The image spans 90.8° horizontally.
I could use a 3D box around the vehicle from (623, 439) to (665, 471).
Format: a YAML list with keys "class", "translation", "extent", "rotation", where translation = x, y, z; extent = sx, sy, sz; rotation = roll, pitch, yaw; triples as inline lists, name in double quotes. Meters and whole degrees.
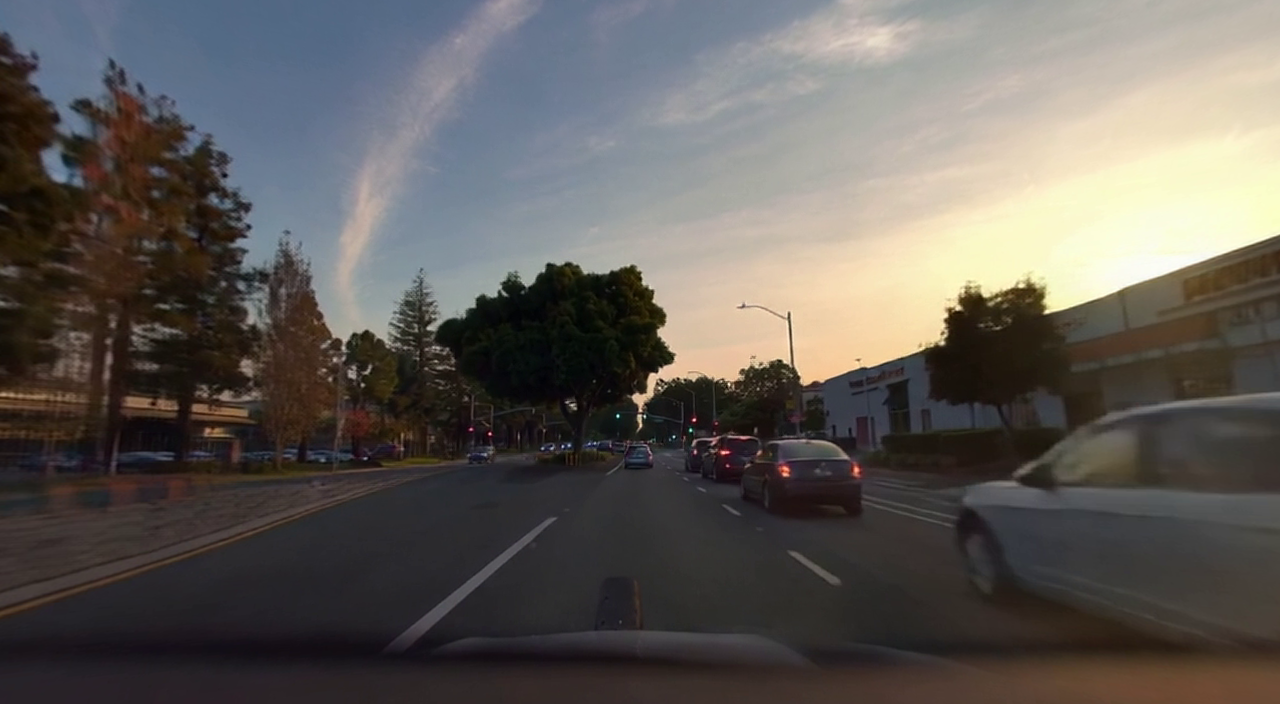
- class: "vehicle"
  translation: [0.159, 5.273, 32.433]
  extent: [2.023, 1.532, 3.891]
  rotation: [0, -9, -1]

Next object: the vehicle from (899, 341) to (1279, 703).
- class: "vehicle"
  translation: [3.492, 0.997, 3.793]
  extent: [2.085, 1.668, 4.077]
  rotation: [0, -9, -1]

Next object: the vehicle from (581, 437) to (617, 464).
- class: "vehicle"
  translation: [-2.906, 7.150, 46.040]
  extent: [2.280, 1.810, 4.903]
  rotation: [-1, -9, 0]

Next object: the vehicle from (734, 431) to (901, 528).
- class: "vehicle"
  translation: [3.133, 2.354, 12.289]
  extent: [1.864, 1.484, 4.662]
  rotation: [0, -9, 0]
